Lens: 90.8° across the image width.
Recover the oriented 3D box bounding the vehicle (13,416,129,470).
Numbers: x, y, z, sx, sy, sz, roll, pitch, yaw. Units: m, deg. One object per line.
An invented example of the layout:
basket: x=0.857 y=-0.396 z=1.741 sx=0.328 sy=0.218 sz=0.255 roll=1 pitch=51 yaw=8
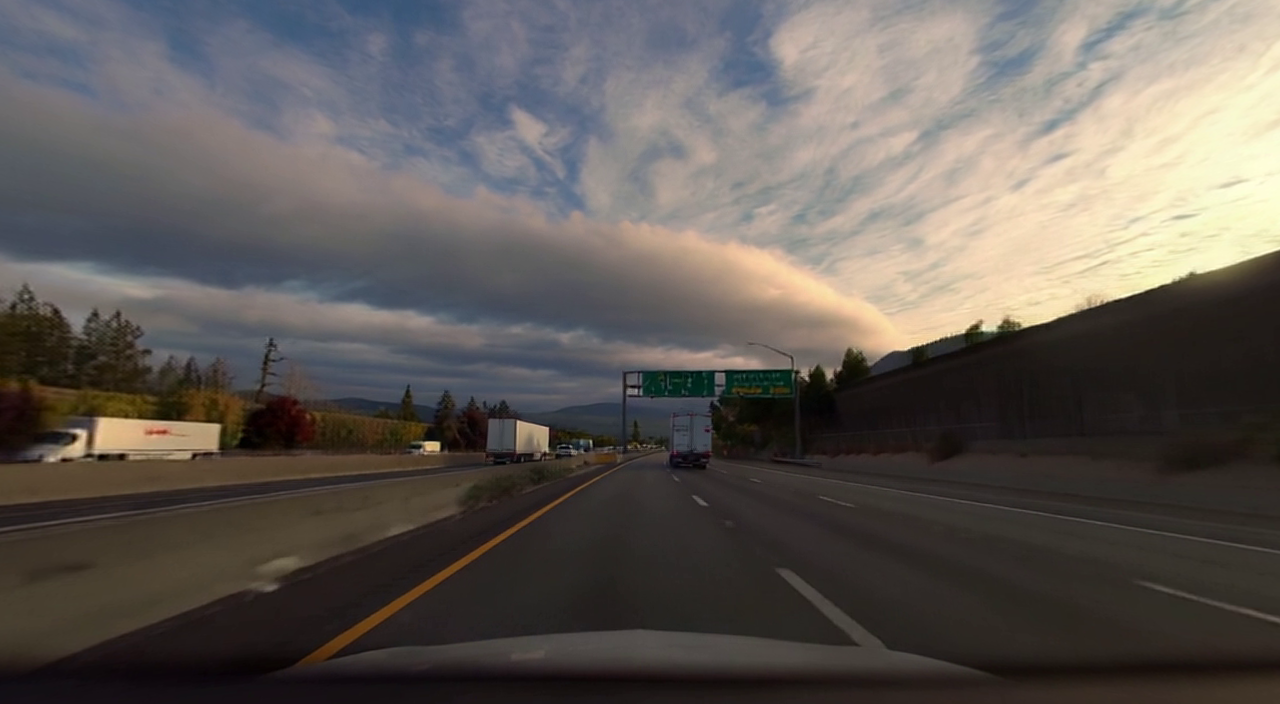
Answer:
vehicle: x=-43.743 y=7.078 z=48.844 sx=2.954 sy=3.907 sz=6.034 roll=0 pitch=-9 yaw=2

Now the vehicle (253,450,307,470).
vehicle: x=-27.290 y=8.165 z=47.921 sx=1.745 sy=1.416 sz=3.725 roll=-1 pitch=-9 yaw=3

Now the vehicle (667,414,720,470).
vehicle: x=3.808 y=6.996 z=48.521 sx=2.928 sy=3.595 sz=13.975 roll=0 pitch=-9 yaw=0
